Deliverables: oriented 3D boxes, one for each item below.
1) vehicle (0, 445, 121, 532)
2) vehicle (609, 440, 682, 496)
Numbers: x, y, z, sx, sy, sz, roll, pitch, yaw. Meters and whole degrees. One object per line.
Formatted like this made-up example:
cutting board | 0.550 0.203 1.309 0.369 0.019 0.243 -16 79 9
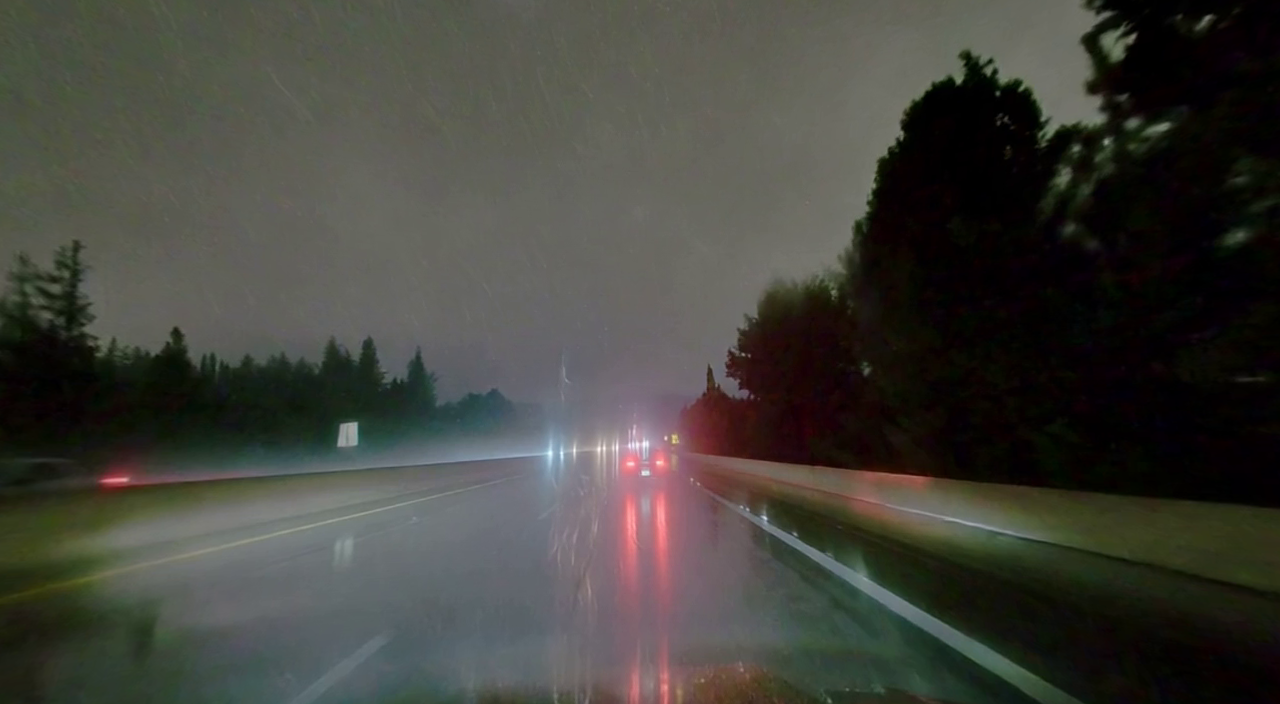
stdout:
vehicle | -12.906 2.601 12.011 1.986 1.604 4.568 0 -9 0
vehicle | 0.046 3.549 19.567 2.021 1.533 4.014 0 -9 -3
